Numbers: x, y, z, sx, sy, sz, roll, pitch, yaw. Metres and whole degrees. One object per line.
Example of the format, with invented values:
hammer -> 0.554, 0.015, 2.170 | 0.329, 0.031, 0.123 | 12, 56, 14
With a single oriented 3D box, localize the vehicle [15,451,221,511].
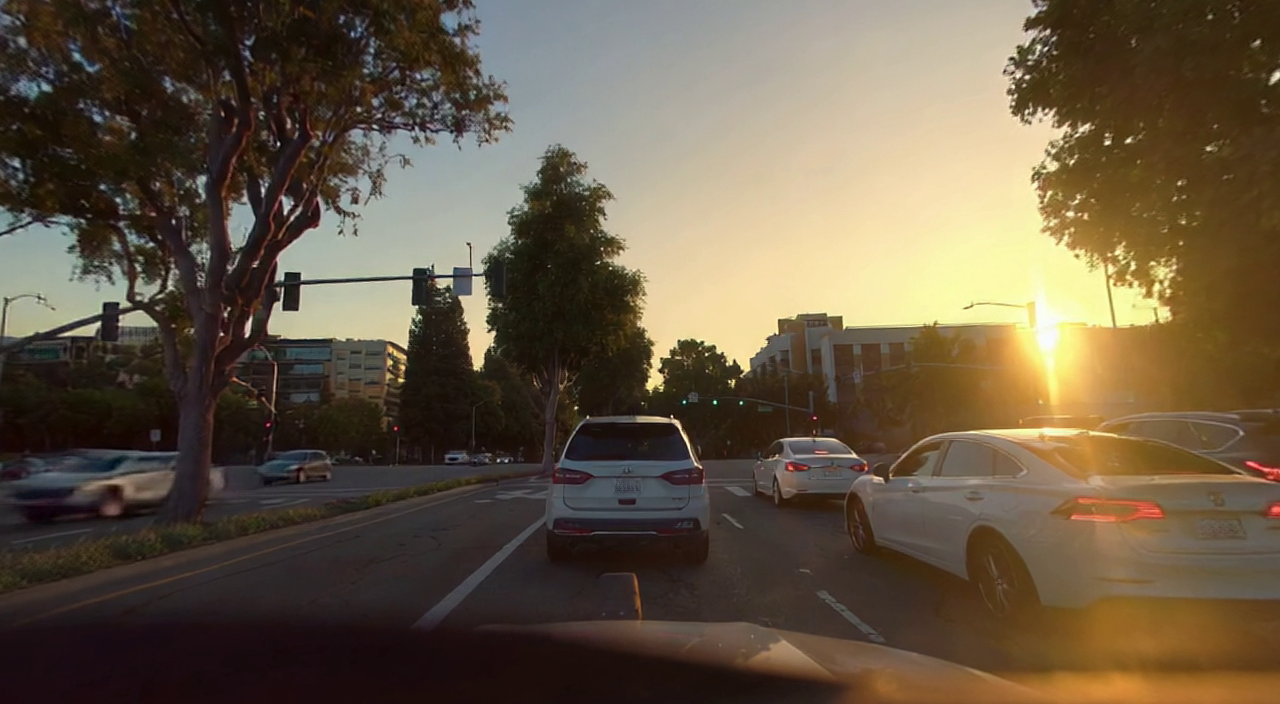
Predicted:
vehicle -> -14.567, 3.590, 18.088 | 2.035, 1.454, 4.513 | 0, -9, 0

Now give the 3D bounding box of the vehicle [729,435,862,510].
vehicle -> 3.513, 2.805, 15.185 | 2.004, 1.523, 4.263 | 0, -9, -2

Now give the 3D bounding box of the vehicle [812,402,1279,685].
vehicle -> 3.365, 1.422, 5.977 | 2.034, 1.558, 4.774 | 0, -9, -1

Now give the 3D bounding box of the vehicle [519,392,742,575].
vehicle -> -0.185, 1.647, 8.611 | 2.236, 1.827, 4.316 | 0, -9, -3

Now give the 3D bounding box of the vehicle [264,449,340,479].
vehicle -> -20.789, 6.892, 39.106 | 2.132, 1.695, 4.619 | 0, -9, -1
